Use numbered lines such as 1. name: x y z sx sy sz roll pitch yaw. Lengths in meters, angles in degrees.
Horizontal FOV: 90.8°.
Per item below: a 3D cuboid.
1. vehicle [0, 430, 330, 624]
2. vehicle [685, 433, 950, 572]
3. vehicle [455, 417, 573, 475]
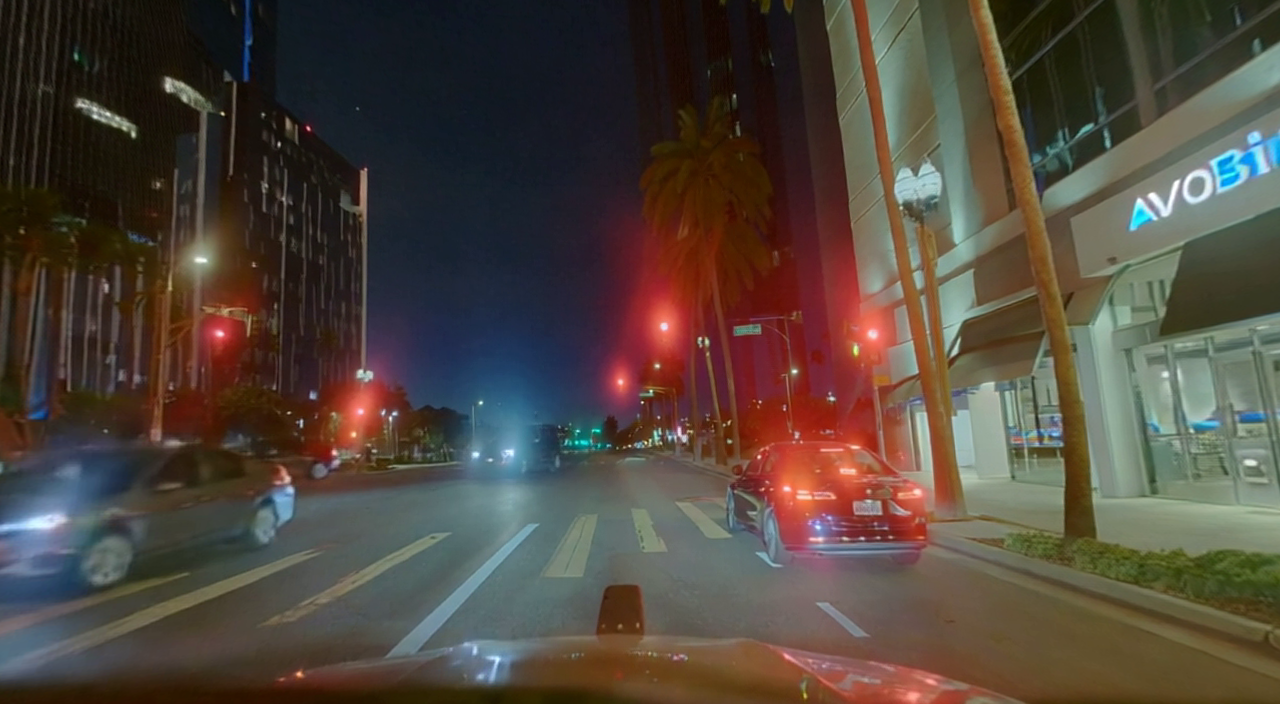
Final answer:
1. vehicle: -5.628 1.678 7.124 2.052 1.478 4.395 0 -8 0
2. vehicle: 2.122 1.970 9.265 2.090 1.466 4.676 1 -8 -6
3. vehicle: -4.692 3.673 24.733 2.190 1.964 5.614 -3 -9 15
